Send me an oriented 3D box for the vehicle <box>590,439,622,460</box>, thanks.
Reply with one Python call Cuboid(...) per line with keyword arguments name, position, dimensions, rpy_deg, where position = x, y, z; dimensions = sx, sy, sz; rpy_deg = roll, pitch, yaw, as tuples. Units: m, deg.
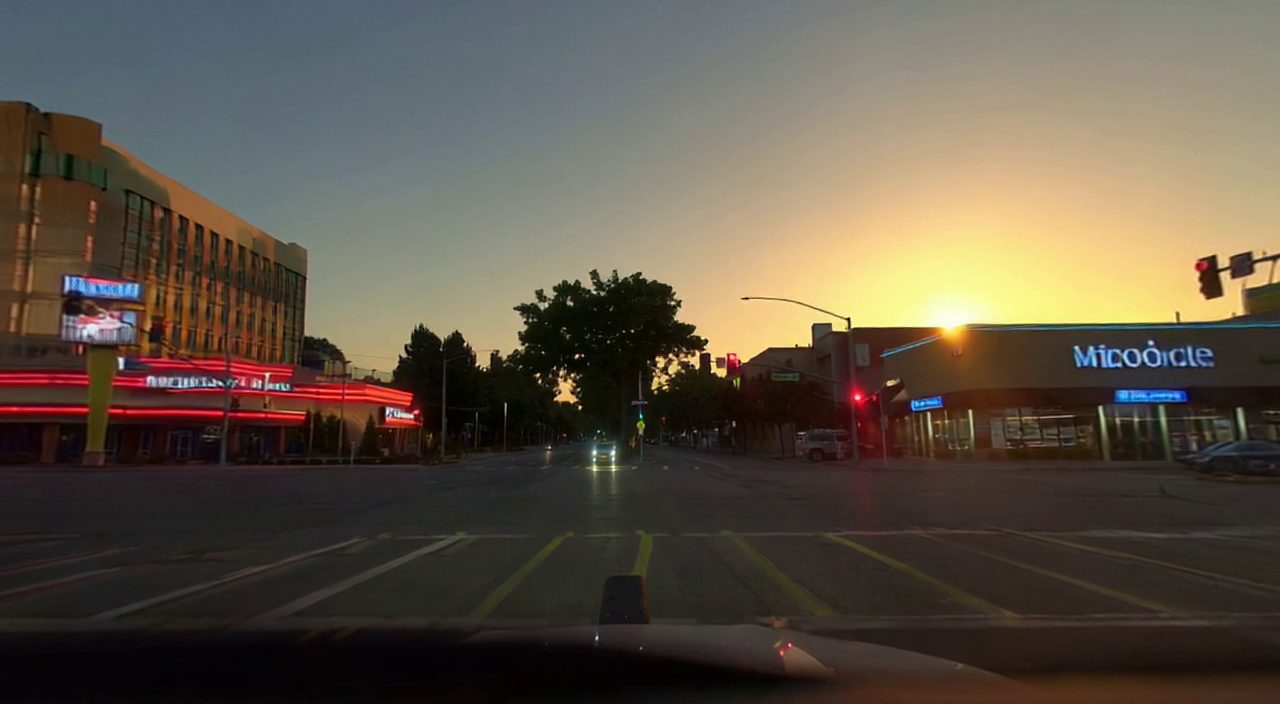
Cuboid(name="vehicle", position=(-2.492, 7.281, 47.265), dimensions=(2.104, 1.468, 4.195), rpy_deg=(0, -8, 1))
